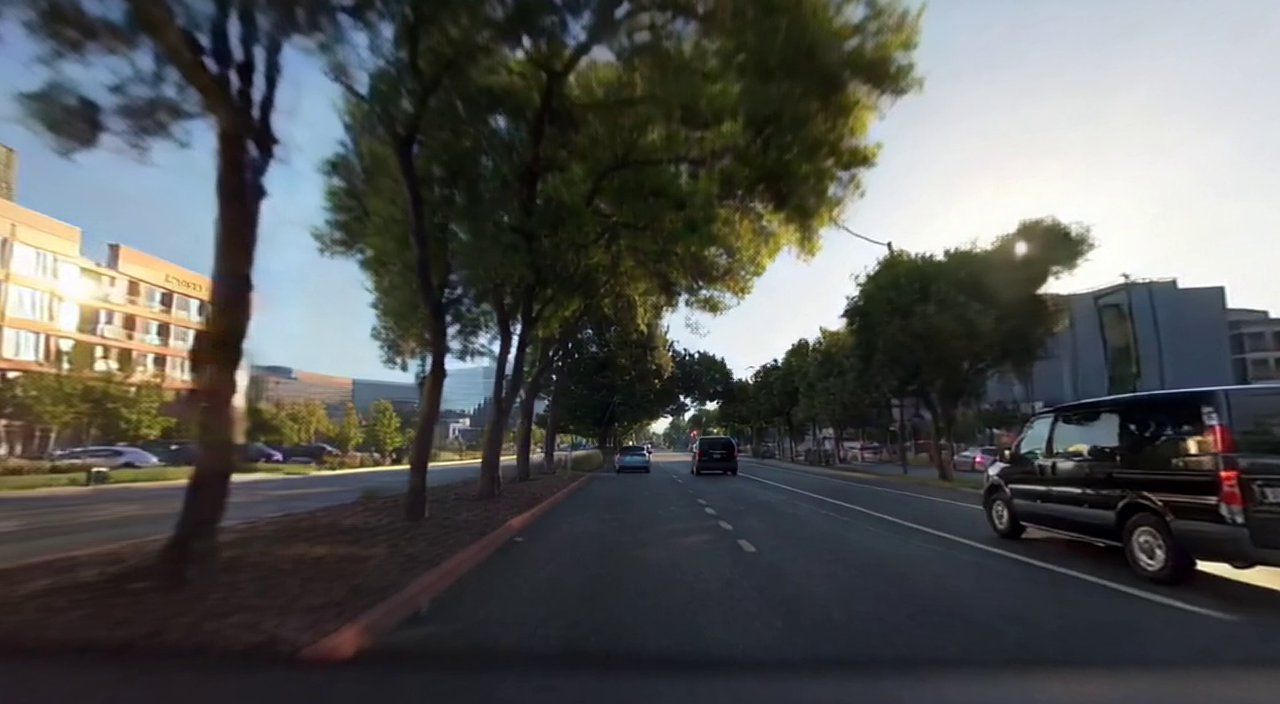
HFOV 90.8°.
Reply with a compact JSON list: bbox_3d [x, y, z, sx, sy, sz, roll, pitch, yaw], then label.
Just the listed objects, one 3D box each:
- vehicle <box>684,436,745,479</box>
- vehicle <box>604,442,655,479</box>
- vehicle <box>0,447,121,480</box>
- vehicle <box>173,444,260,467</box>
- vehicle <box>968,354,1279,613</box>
[{"bbox_3d":[3.113,4.534,27.401,2.047,1.711,4.265,0,-8,-1],"label":"vehicle"},{"bbox_3d":[-0.449,4.714,27.715,2.095,1.456,3.873,0,-8,-1],"label":"vehicle"},{"bbox_3d":[-28.976,5.531,31.721,1.877,1.455,4.629,-1,-8,0],"label":"vehicle"},{"bbox_3d":[-29.920,7.350,44.714,4.761,1.522,1.968,-2,-10,4],"label":"vehicle"},{"bbox_3d":[6.576,1.386,7.247,2.573,2.127,5.568,0,-8,0],"label":"vehicle"}]
